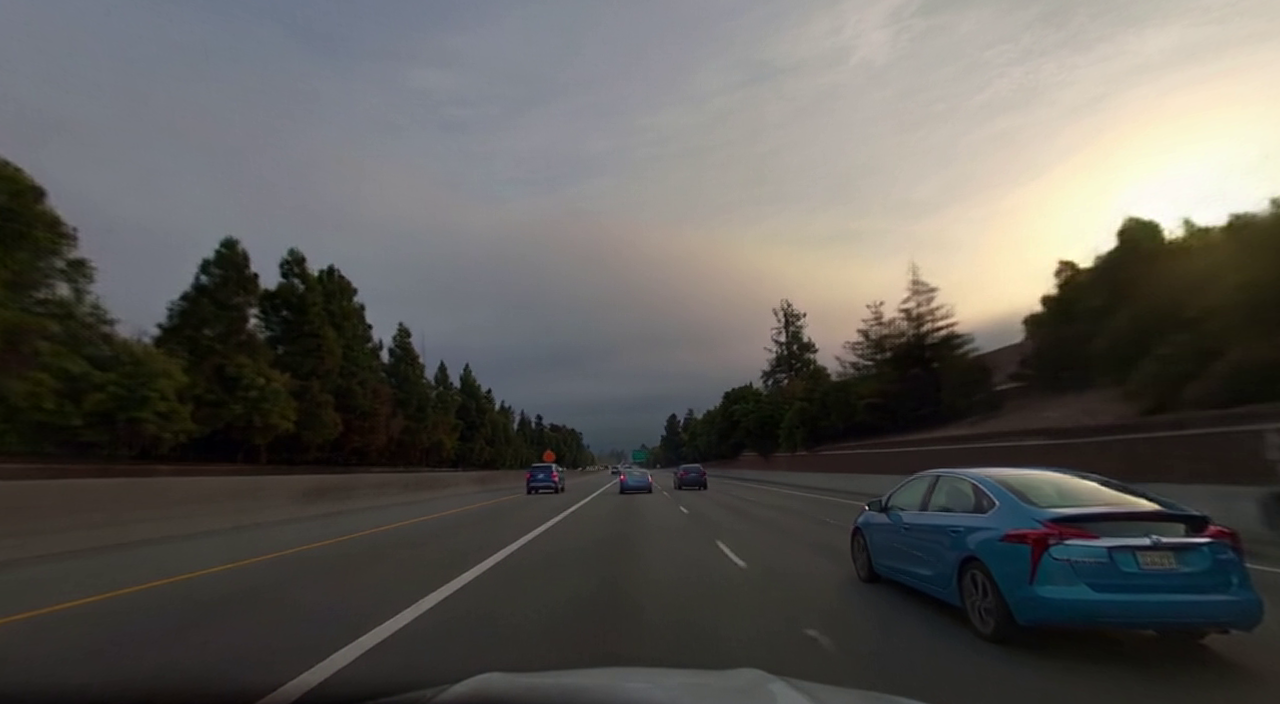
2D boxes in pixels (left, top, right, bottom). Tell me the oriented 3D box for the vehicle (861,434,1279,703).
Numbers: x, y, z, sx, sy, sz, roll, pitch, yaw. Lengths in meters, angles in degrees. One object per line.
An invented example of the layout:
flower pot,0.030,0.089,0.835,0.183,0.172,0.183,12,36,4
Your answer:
vehicle,3.648,1.617,5.548,1.938,1.561,3.786,1,-10,-1

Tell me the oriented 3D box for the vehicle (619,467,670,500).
vehicle,0.202,6.258,30.204,2.241,1.425,3.973,1,-10,0

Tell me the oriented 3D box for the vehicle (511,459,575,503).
vehicle,-4.074,5.508,27.151,2.021,1.706,4.247,1,-10,0

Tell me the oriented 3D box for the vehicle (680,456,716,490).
vehicle,3.978,8.370,43.616,2.030,2.172,3.621,1,-10,-2
